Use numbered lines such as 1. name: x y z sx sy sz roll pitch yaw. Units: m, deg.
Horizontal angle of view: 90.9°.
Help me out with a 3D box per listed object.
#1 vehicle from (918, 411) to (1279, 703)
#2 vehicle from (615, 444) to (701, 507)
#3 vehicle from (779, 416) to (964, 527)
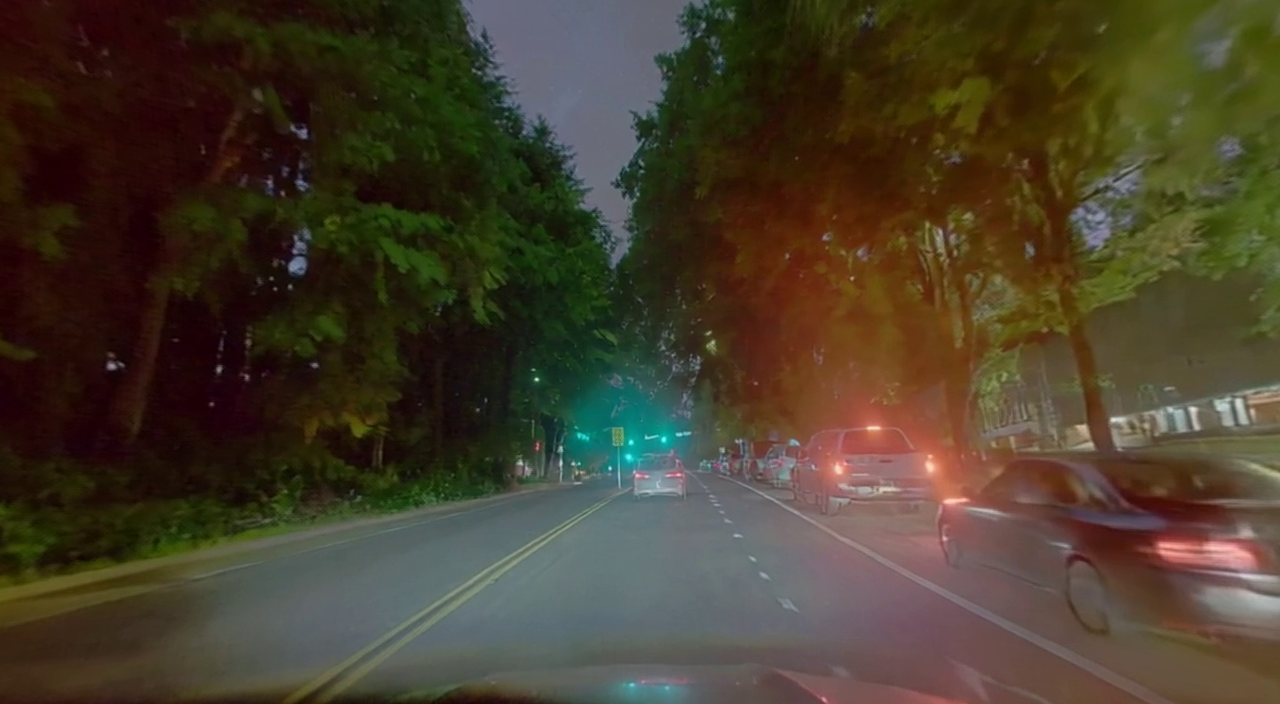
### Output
1. vehicle: 4.119 1.280 4.754 1.992 1.469 4.823 0 -8 2
2. vehicle: 0.504 3.293 17.367 2.078 1.521 4.058 0 -8 2
3. vehicle: 4.322 2.306 12.773 2.066 1.804 4.751 0 -8 2
